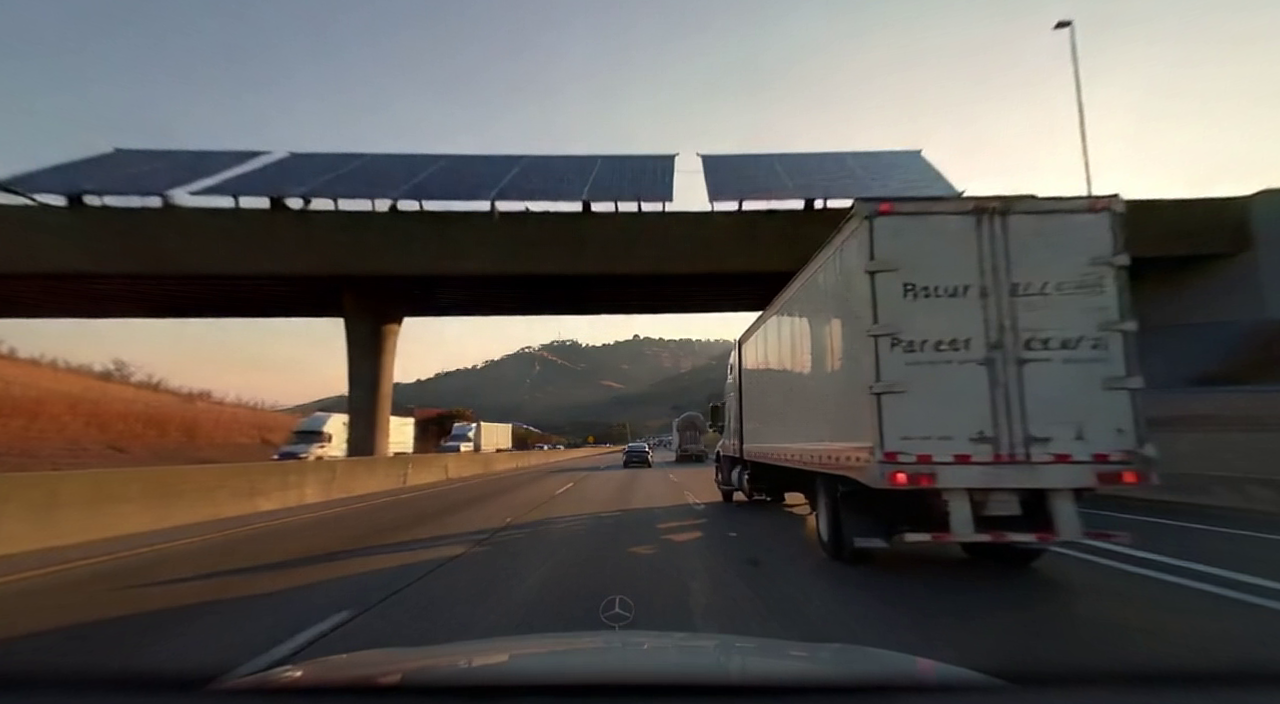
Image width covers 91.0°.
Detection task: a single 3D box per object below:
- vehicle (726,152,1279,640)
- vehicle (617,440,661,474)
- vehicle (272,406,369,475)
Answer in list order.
[{"bbox_3d":[3.593,0.937,9.660,2.967,3.633,10.015,0,-8,-1],"label":"vehicle"},{"bbox_3d":[-0.035,5.307,32.064,2.066,1.581,4.268,-1,-8,0],"label":"vehicle"},{"bbox_3d":[-20.239,5.664,40.310,2.955,4.012,5.867,-1,-8,1],"label":"vehicle"}]
